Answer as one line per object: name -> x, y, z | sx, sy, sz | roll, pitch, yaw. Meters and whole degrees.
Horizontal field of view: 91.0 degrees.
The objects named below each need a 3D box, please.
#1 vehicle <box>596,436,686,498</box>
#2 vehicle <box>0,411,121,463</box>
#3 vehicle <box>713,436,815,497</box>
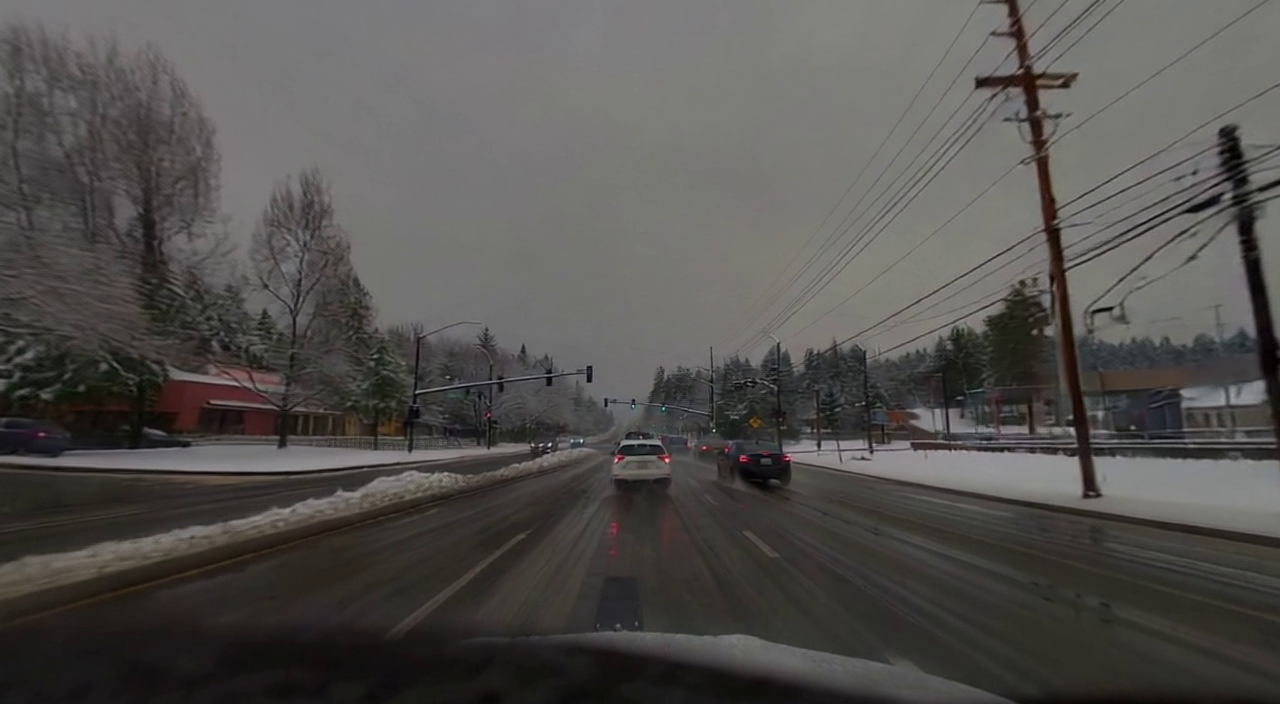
vehicle -> -0.006, 3.061, 17.121 | 2.144, 1.473, 4.028 | 0, -8, -1
vehicle -> -29.030, 4.071, 29.892 | 2.878, 2.172, 7.057 | 0, -8, -2
vehicle -> 3.319, 3.138, 17.688 | 1.985, 1.489, 4.036 | 0, -8, -1
